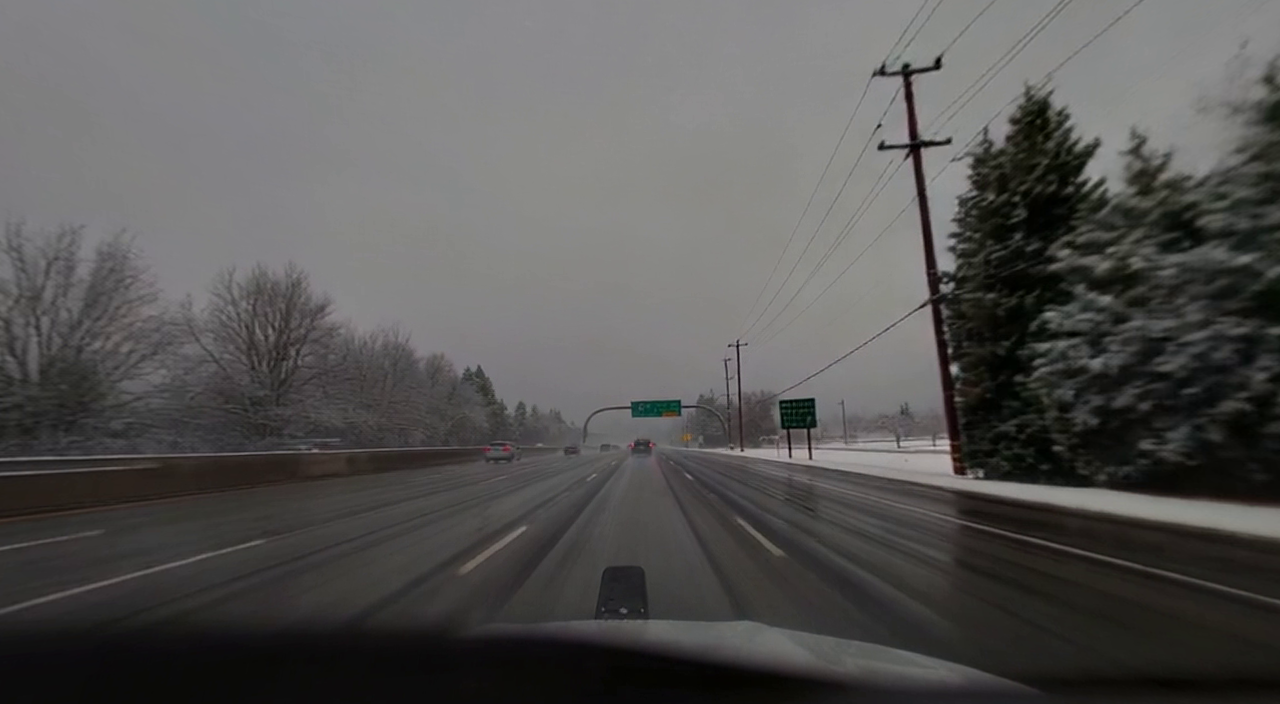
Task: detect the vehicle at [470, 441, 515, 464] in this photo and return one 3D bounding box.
[{"bbox_3d":[-10.110,6.923,43.564,1.947,1.528,4.355,0,-8,1],"label":"vehicle"}]
